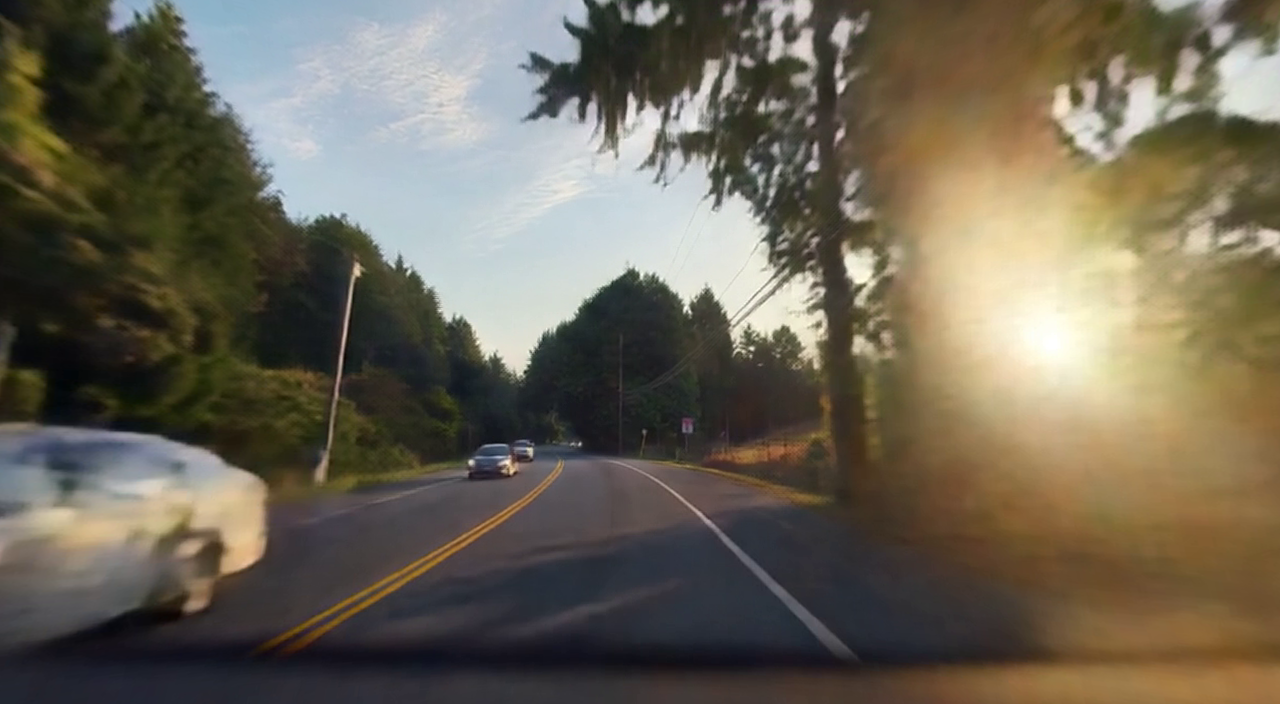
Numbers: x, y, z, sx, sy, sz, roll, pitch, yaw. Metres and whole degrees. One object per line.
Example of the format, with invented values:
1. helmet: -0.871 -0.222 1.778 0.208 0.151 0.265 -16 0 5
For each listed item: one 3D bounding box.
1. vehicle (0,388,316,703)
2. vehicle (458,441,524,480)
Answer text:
1. vehicle: -4.405 1.141 4.085 2.165 1.648 4.605 0 -9 0
2. vehicle: -6.098 4.473 26.367 1.965 1.486 4.385 1 -9 -4
